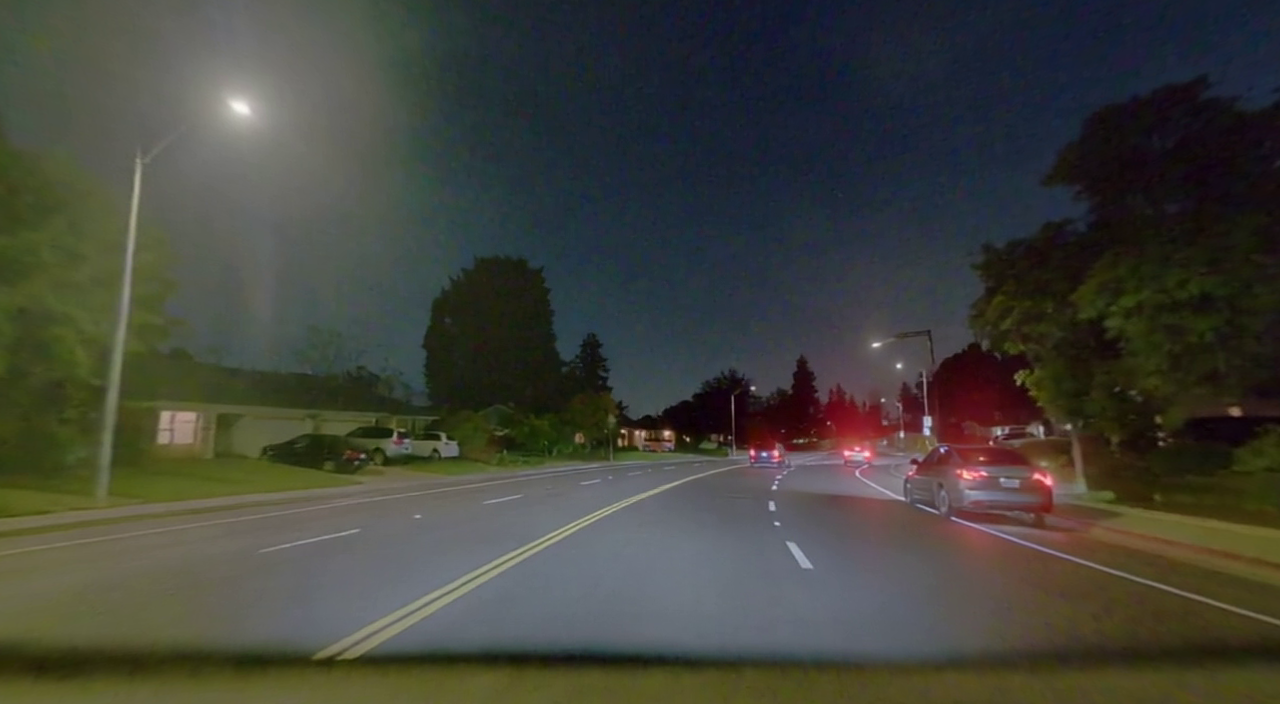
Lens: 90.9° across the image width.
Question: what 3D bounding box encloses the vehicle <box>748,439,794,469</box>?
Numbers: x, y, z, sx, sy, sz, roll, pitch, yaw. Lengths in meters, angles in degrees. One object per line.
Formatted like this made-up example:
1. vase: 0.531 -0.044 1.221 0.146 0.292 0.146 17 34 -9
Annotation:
1. vehicle: 7.917 6.058 37.845 2.106 1.667 4.367 -3 -9 19

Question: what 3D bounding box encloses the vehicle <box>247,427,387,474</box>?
1. vehicle: -12.936 3.936 25.356 4.646 1.502 1.874 3 -8 9

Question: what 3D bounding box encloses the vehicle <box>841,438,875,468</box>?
1. vehicle: 14.844 6.833 42.928 2.059 1.924 4.257 -3 -9 19

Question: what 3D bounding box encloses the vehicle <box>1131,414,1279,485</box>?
1. vehicle: 16.830 2.653 17.191 4.881 1.808 2.011 -2 -8 12

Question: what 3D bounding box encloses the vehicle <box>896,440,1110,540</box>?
1. vehicle: 6.475 2.433 11.915 1.934 1.506 4.282 -1 -8 7
